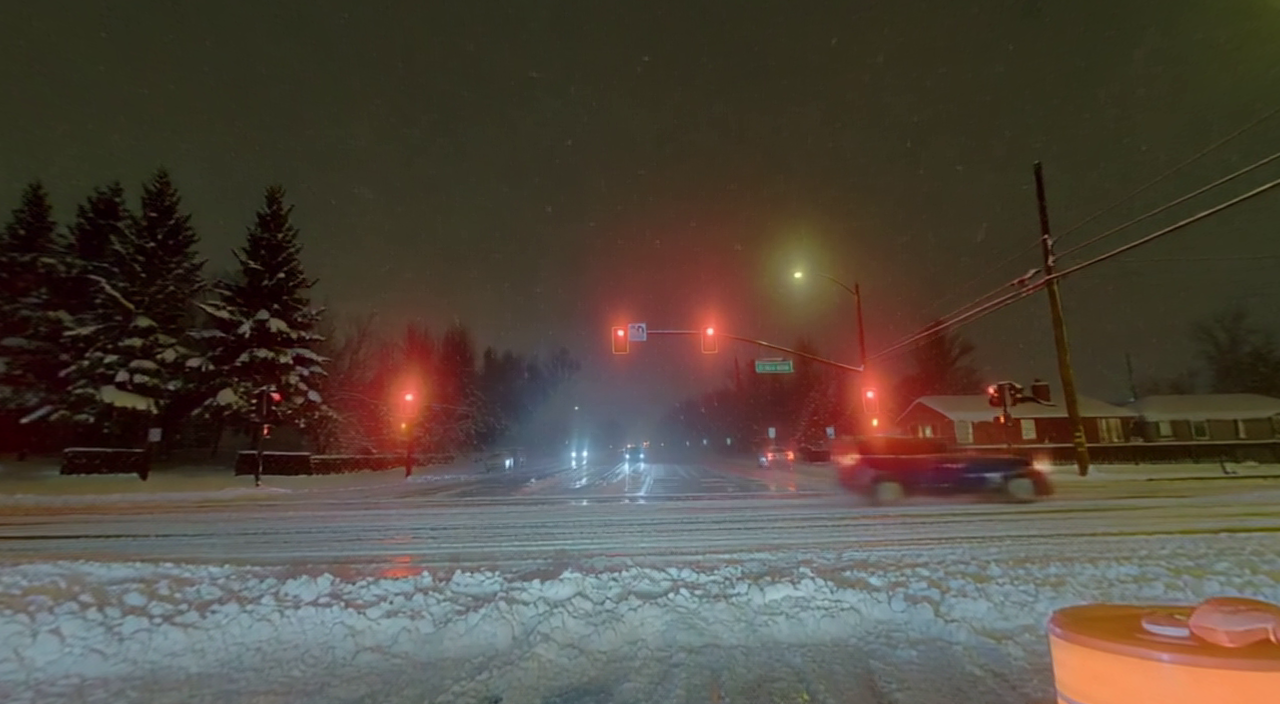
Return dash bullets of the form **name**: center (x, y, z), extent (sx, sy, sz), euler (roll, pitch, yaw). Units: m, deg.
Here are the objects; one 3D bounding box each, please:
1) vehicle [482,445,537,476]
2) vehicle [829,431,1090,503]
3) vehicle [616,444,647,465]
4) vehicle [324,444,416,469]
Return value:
- **vehicle**: center (-6.610, 5.530, 32.390), extent (1.881, 1.452, 4.121), euler (0, -8, 0)
- **vehicle**: center (7.133, 2.605, 14.546), extent (4.860, 1.483, 2.077), euler (0, -8, -1)
- **vehicle**: center (-0.639, 7.495, 46.380), extent (2.105, 1.457, 4.173), euler (0, -8, -1)
- **vehicle**: center (-16.403, 6.374, 38.594), extent (4.713, 1.409, 1.918), euler (0, -8, -2)
